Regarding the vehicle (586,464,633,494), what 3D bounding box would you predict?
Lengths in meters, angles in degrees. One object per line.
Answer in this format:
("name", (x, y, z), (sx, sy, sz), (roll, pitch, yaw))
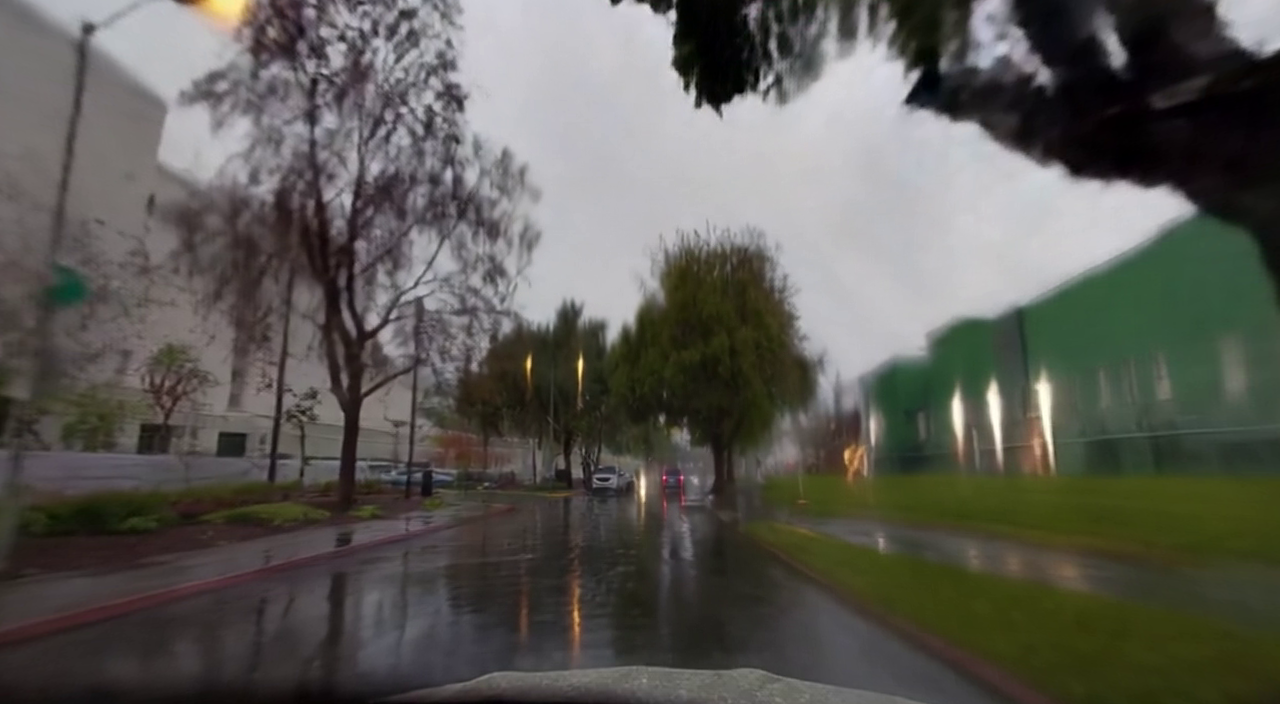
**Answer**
("vehicle", (-1.887, 8.136, 40.583), (2.022, 1.776, 4.625), (-3, -10, 10))
